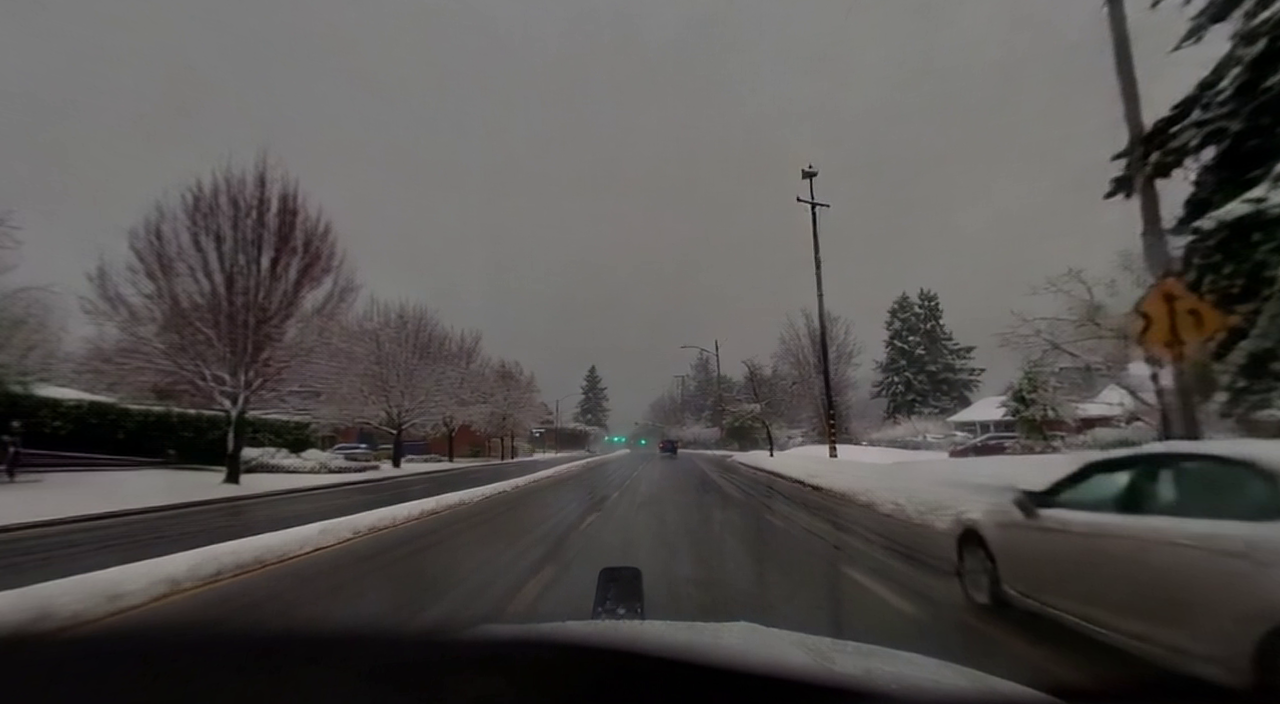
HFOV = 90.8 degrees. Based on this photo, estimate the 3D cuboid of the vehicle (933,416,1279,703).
[{"bbox_3d":[3.618,1.098,3.285,1.993,1.457,4.599,0,-8,0],"label":"vehicle"}]
